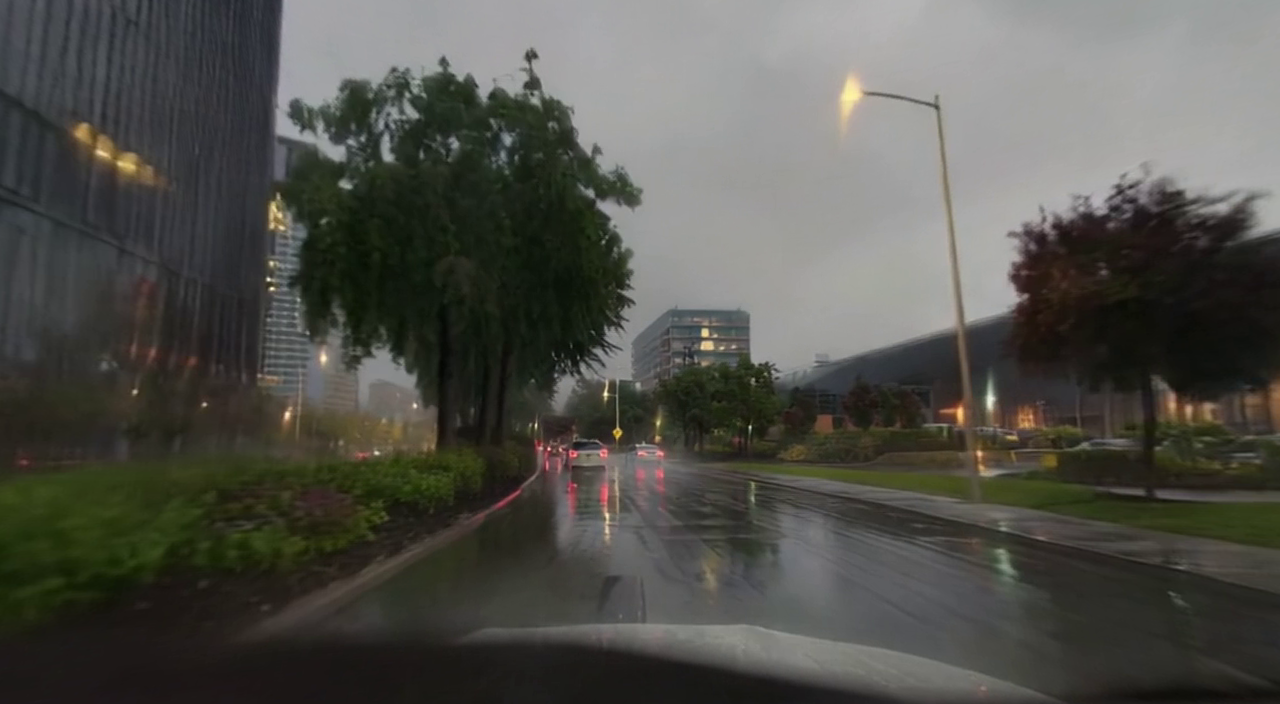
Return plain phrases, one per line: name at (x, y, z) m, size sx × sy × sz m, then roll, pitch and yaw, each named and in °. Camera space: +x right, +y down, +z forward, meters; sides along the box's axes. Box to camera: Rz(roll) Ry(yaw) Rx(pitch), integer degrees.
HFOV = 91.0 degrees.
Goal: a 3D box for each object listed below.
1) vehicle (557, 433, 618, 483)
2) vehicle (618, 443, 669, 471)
vehicle at (-2.086, 4.152, 24.870) m, size 2.173 × 1.761 × 4.374 m, roll 1°, pitch -9°, yaw -5°
vehicle at (0.144, 6.037, 36.309) m, size 2.116 × 1.506 × 4.355 m, roll 2°, pitch -9°, yaw -11°
